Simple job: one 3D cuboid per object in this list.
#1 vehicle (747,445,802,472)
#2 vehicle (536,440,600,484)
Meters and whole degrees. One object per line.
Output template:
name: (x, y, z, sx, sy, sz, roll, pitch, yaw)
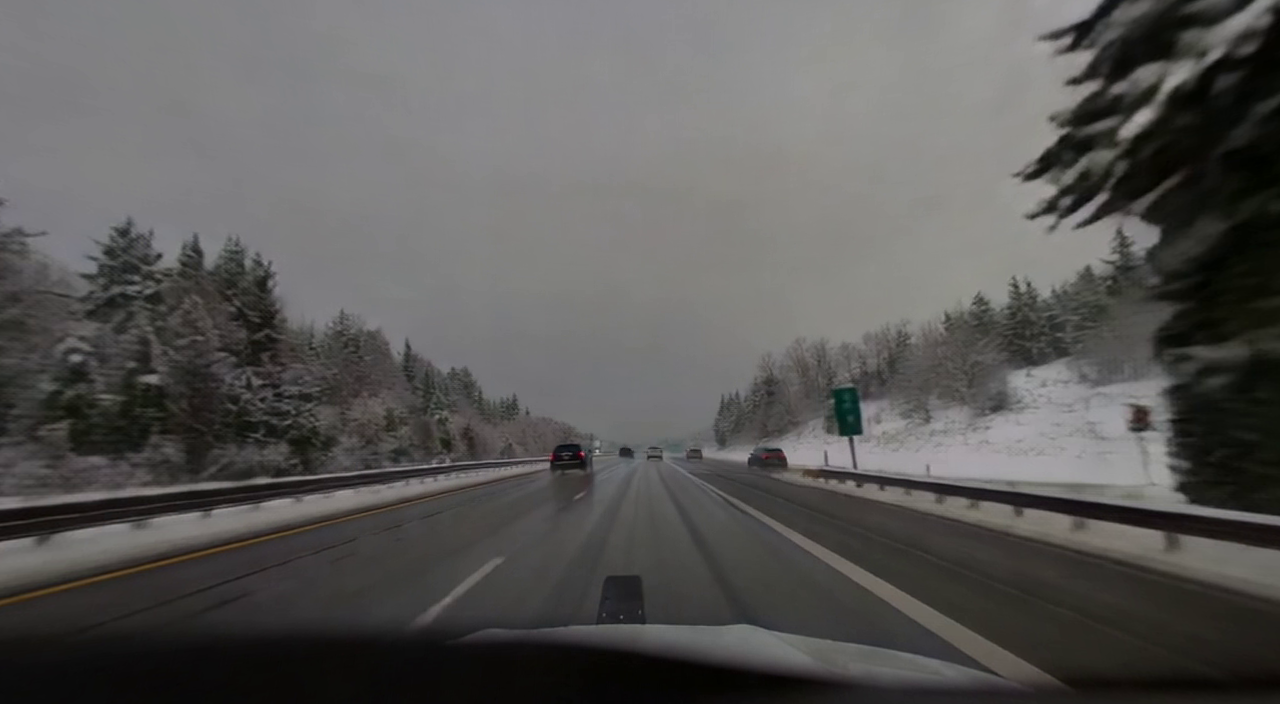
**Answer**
vehicle: (8.611, 6.847, 40.784, 2.021, 1.639, 4.203, 1, -9, -10)
vehicle: (-2.886, 4.490, 26.103, 2.037, 1.638, 4.274, 0, -9, 1)
